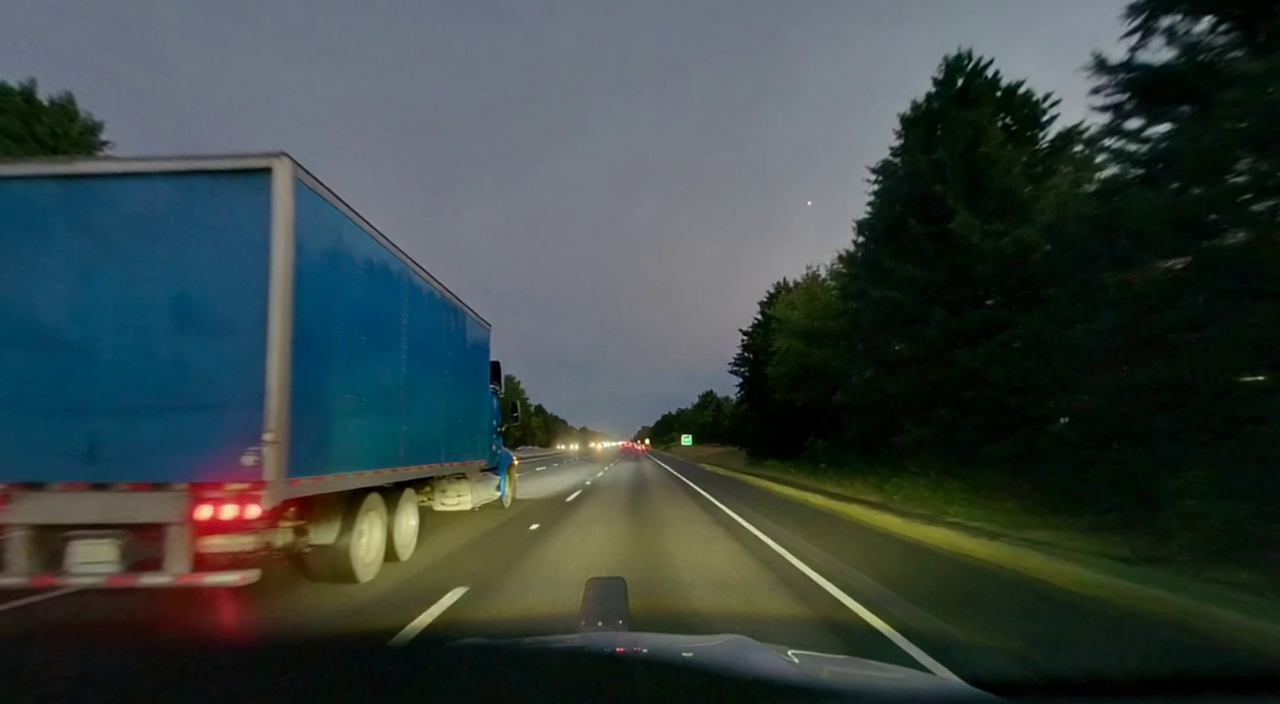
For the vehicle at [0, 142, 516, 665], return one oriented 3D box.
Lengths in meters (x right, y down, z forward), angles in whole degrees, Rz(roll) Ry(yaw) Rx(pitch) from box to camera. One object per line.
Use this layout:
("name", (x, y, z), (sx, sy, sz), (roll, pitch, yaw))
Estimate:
("vehicle", (-3.829, 0.825, 8.060), (2.874, 3.309, 8.208), (0, -8, -1))
